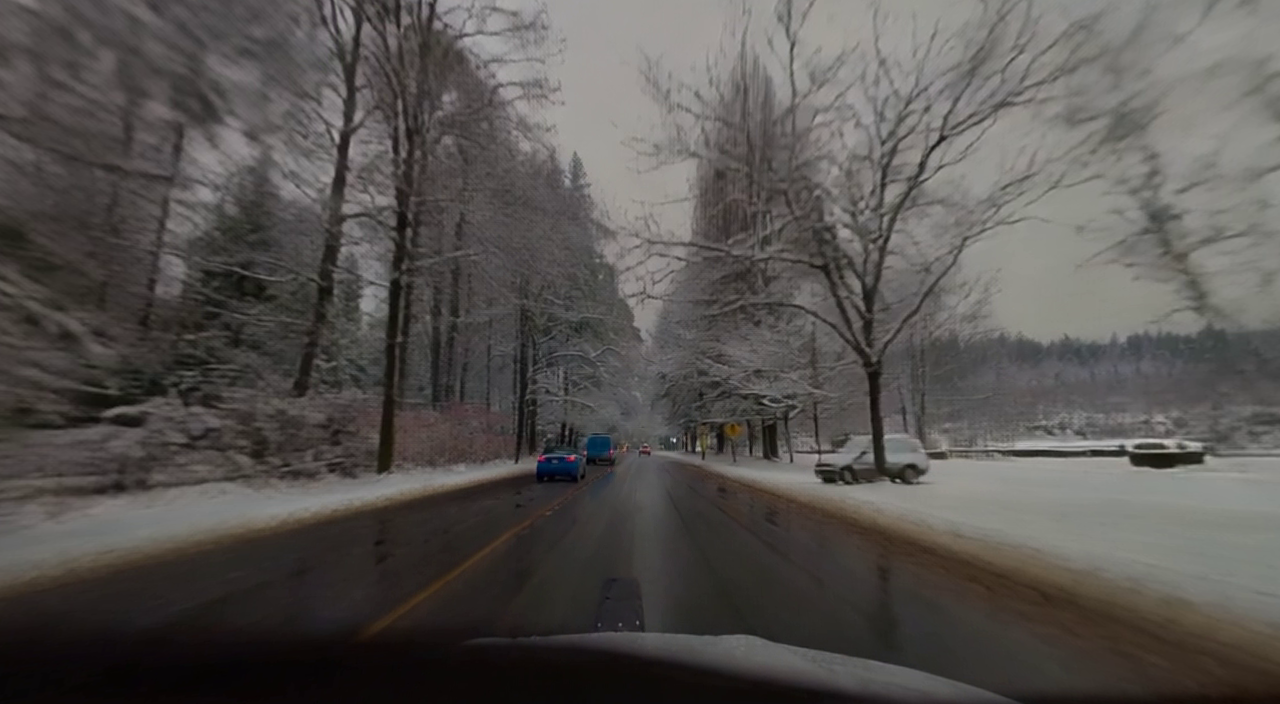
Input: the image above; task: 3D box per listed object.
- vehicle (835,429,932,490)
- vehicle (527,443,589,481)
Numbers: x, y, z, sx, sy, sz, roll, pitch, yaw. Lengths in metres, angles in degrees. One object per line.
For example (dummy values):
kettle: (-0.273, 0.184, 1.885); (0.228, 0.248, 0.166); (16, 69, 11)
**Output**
vehicle: (7.100, 3.155, 18.707); (1.596, 1.654, 2.920); (0, -9, -1)
vehicle: (-3.345, 4.574, 26.559); (2.009, 1.473, 4.028); (0, -9, 0)
